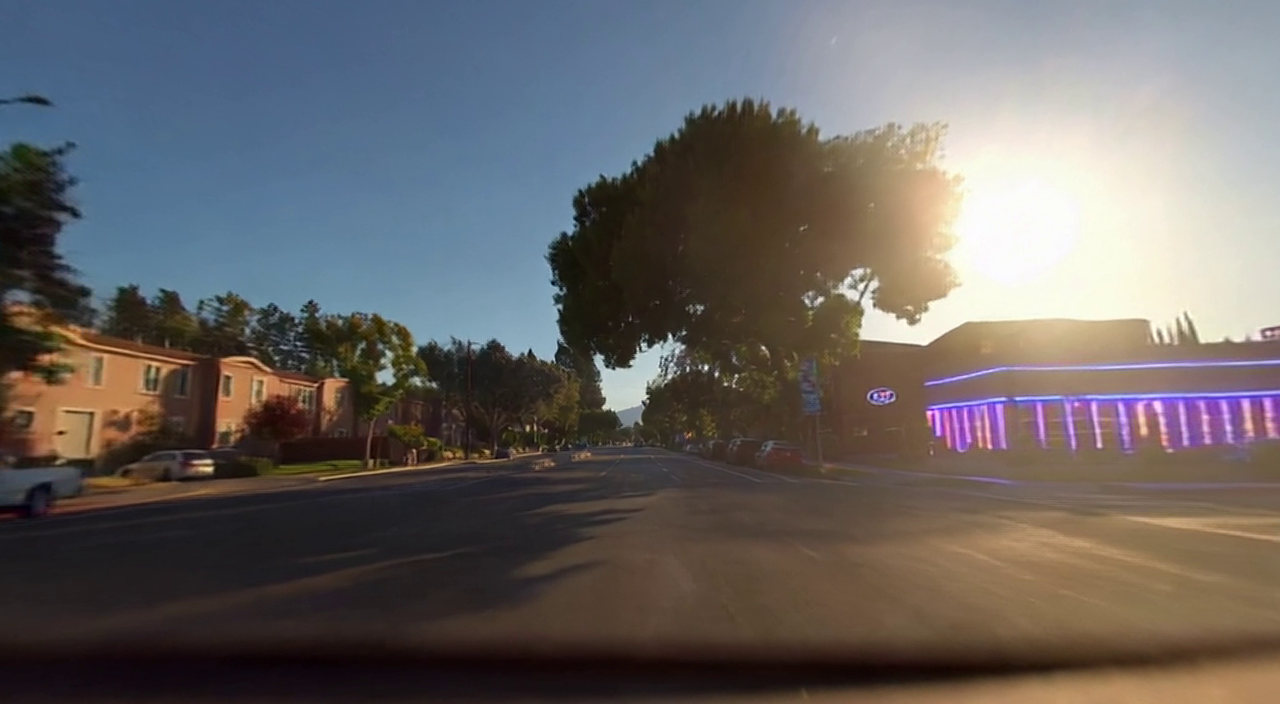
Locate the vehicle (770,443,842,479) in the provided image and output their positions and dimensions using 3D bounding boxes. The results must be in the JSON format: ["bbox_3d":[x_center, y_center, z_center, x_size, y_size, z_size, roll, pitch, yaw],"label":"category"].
[{"bbox_3d":[7.351,4.845,28.455,2.057,1.478,4.356,0,-8,0],"label":"vehicle"}]

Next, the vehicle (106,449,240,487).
[{"bbox_3d":[-20.533,5.107,27.971,4.193,1.583,2.006,2,-9,-9],"label":"vehicle"}]

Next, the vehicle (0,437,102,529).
[{"bbox_3d":[-14.726,2.729,13.023,2.164,1.933,5.804,0,-8,0],"label":"vehicle"}]
